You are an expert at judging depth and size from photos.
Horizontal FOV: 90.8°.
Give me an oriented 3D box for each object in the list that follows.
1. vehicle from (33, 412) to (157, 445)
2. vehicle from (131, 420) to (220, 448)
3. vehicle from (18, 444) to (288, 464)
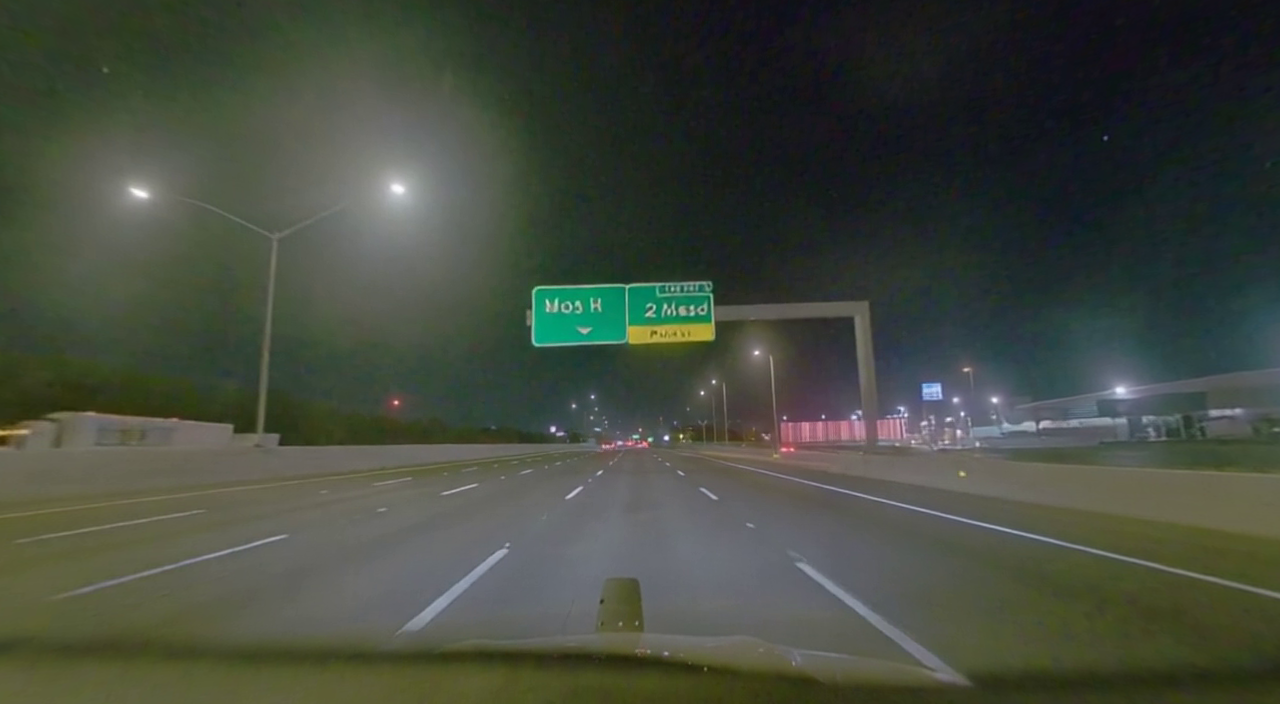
[{"bbox_3d":[-28.342,4.066,33.107,1.992,1.615,4.988,0,-8,1],"label":"vehicle"},{"bbox_3d":[-28.511,5.074,39.006,1.903,1.592,4.748,0,-8,0],"label":"vehicle"},{"bbox_3d":[-28.563,6.255,39.720,2.698,0.740,19.161,0,-8,-1],"label":"vehicle"}]
